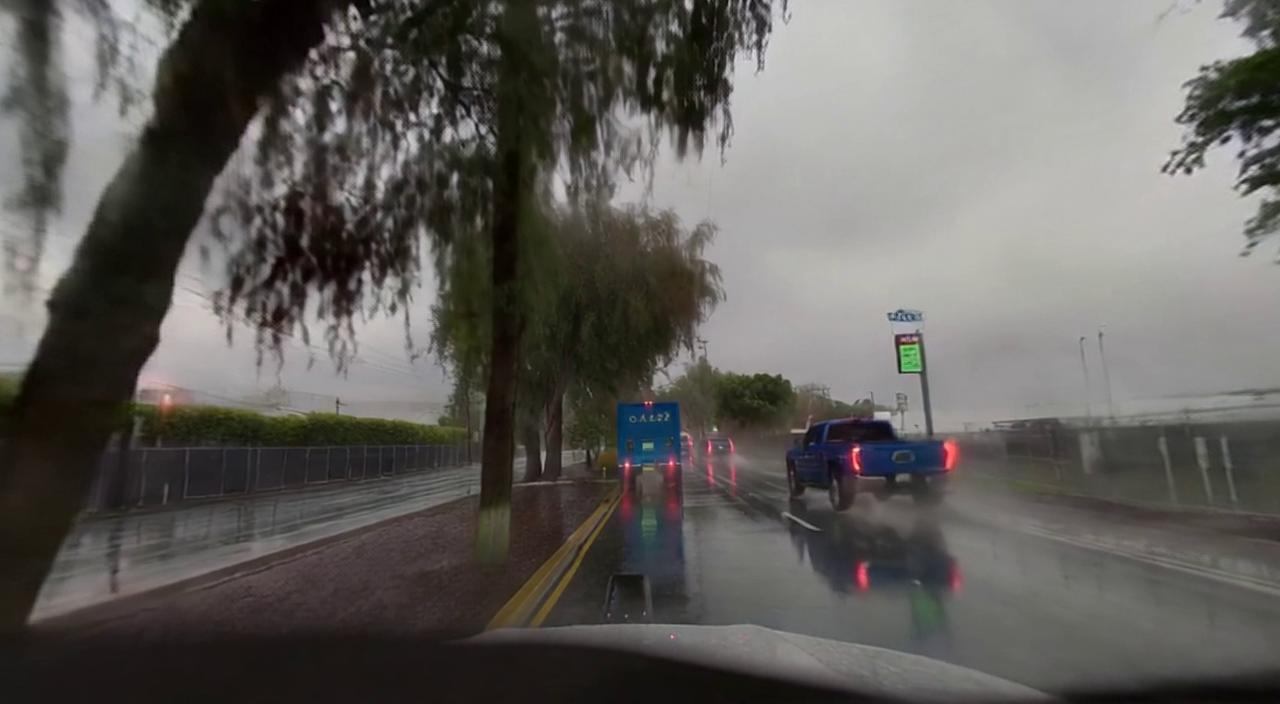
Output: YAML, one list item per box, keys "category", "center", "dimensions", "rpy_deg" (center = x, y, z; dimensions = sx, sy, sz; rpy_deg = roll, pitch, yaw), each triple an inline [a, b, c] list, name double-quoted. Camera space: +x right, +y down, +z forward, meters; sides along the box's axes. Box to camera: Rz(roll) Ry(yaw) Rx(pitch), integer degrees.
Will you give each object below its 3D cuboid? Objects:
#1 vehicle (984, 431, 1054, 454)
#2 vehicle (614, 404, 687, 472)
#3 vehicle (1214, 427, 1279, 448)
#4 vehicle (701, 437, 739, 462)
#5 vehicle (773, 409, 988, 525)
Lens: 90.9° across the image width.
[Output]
- category: "vehicle"
  center: [23.244, 5.549, 38.754]
  dimensions: [3.251, 1.321, 1.555]
  rpy_deg: [-1, -8, 0]
- category: "vehicle"
  center: [0.575, 4.274, 31.231]
  dimensions: [3.197, 2.963, 7.055]
  rpy_deg: [0, -8, 2]
- category: "vehicle"
  center: [44.756, 6.298, 46.520]
  dimensions: [1.664, 1.434, 3.771]
  rpy_deg: [-3, -8, 11]
- category: "vehicle"
  center: [5.548, 6.824, 44.425]
  dimensions: [2.076, 1.661, 4.524]
  rpy_deg: [0, -8, 0]
- category: "vehicle"
  center: [4.438, 2.221, 12.807]
  dimensions: [2.375, 1.857, 5.100]
  rpy_deg: [0, -8, 1]
